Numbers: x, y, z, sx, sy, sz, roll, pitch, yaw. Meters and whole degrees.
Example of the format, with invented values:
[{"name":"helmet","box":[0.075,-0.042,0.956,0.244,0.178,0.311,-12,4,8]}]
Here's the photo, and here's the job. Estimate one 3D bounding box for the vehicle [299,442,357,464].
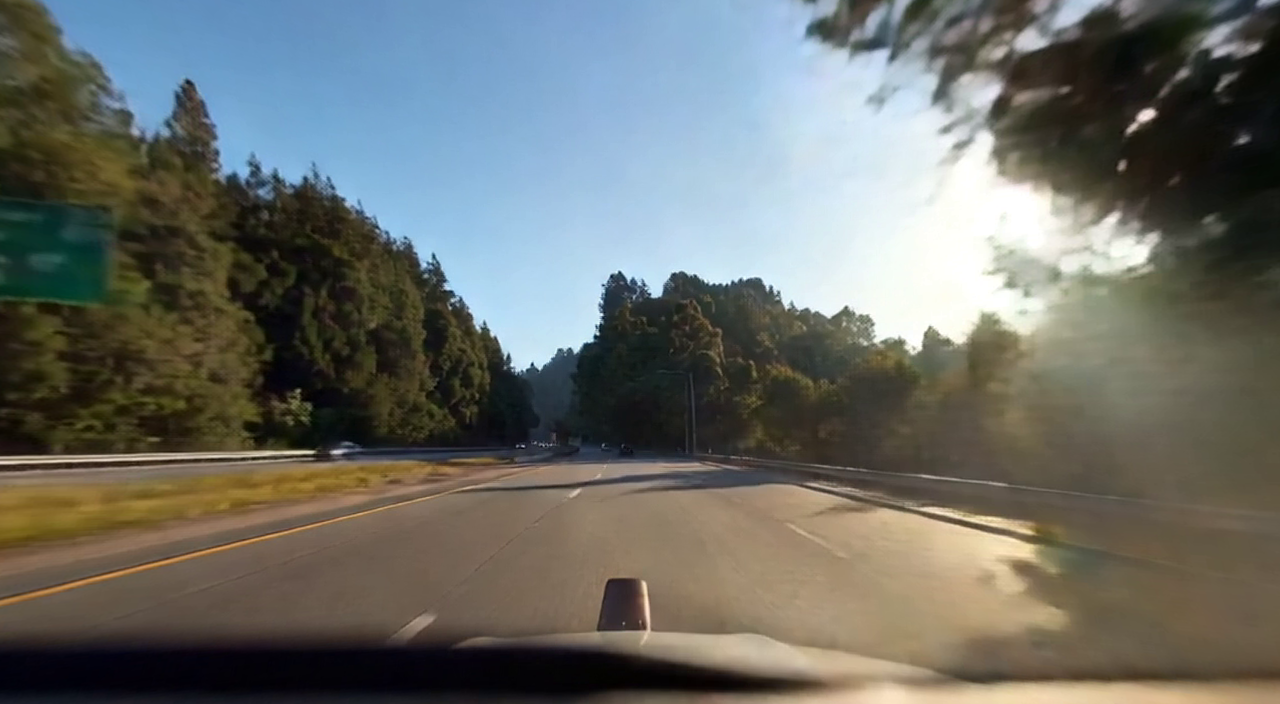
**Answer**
[{"name":"vehicle","box":[-22.573,7.308,45.820,2.002,1.503,4.480,0,-9,-2]}]
